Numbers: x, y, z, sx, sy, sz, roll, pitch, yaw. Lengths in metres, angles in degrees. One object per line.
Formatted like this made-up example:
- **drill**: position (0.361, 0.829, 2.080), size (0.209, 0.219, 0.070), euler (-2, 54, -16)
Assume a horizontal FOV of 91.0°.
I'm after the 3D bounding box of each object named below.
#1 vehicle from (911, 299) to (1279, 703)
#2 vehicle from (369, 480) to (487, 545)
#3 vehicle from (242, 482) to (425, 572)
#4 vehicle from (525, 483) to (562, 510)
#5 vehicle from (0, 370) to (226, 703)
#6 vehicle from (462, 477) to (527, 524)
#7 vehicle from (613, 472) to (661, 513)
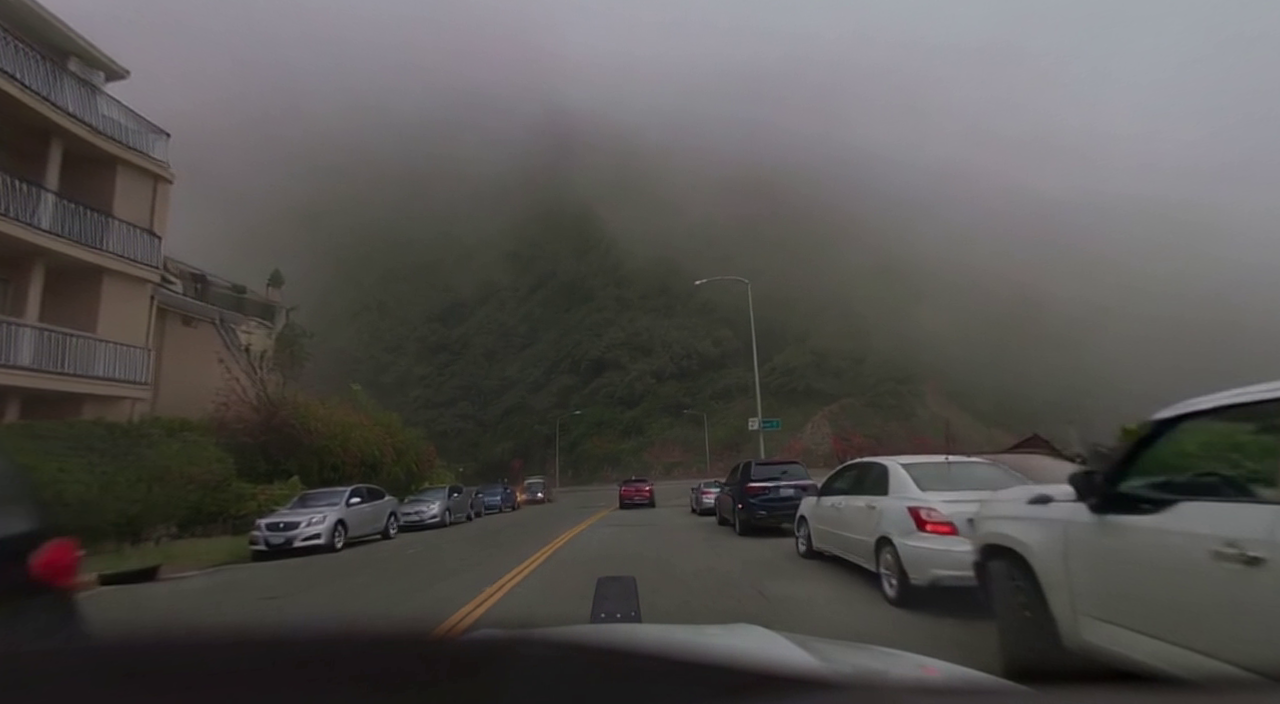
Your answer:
- **vehicle**: position (2.922, 0.753, 1.965), size (2.139, 1.752, 4.411), euler (0, -9, 0)
- **vehicle**: position (-6.224, 4.751, 19.115), size (1.905, 1.475, 4.592), euler (0, -9, 1)
- **vehicle**: position (-6.512, 3.738, 14.031), size (1.772, 1.415, 4.361), euler (0, -9, 2)
- **vehicle**: position (-6.626, 9.959, 43.572), size (1.859, 1.428, 4.465), euler (0, -9, -1)
- **vehicle**: position (-3.084, 0.679, 0.678), size (2.102, 1.621, 4.627), euler (0, -9, 0)
- **vehicle**: position (-6.532, 6.676, 28.724), size (2.013, 1.729, 4.329), euler (0, -8, -2)
- **vehicle**: position (-0.196, 6.927, 31.268), size (2.201, 1.731, 3.854), euler (0, -8, -2)
